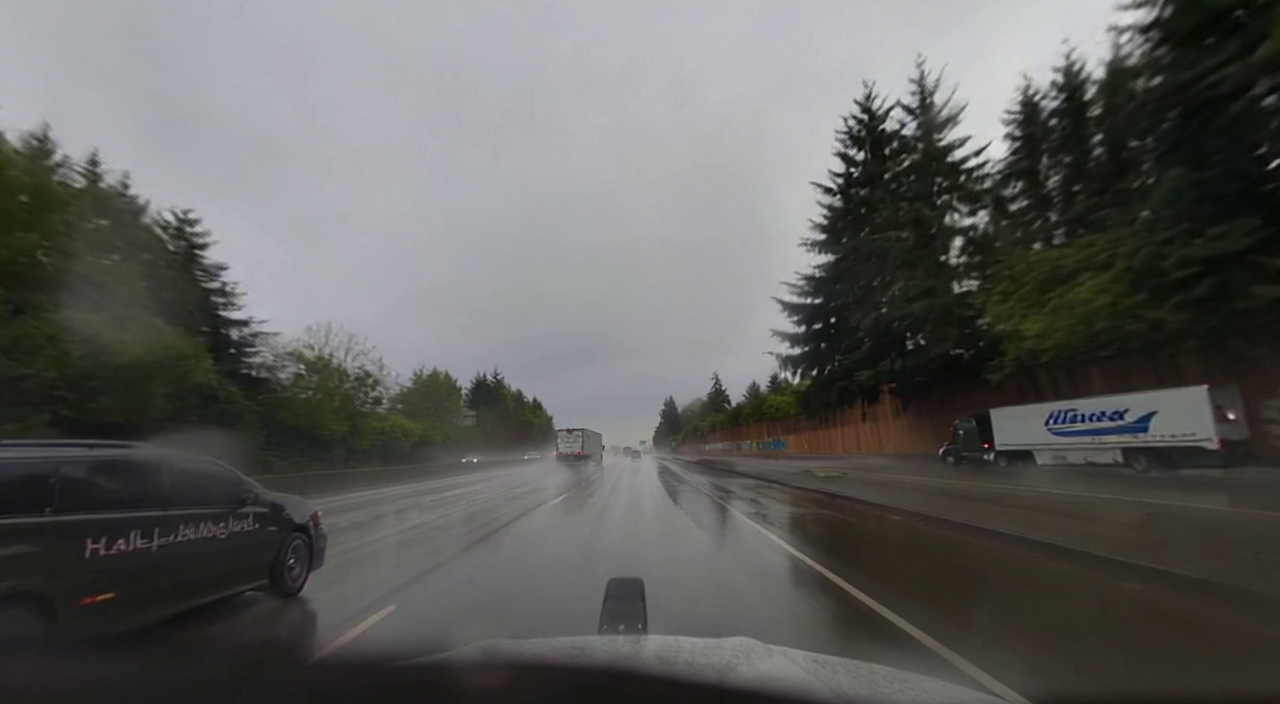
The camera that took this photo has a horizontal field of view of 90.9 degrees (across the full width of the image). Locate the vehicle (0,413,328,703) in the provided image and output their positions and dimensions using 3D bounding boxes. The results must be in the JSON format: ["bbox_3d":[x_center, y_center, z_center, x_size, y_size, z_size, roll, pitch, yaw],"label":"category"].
[{"bbox_3d":[-4.287,1.228,4.278,2.024,1.476,4.466,0,-9,0],"label":"vehicle"}]

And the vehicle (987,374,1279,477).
[{"bbox_3d":[23.977,3.921,31.699,2.782,4.082,12.925,2,-9,-17],"label":"vehicle"}]

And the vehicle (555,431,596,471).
[{"bbox_3d":[-4.339,6.809,43.373,2.305,2.517,5.486,0,-9,0],"label":"vehicle"}]
